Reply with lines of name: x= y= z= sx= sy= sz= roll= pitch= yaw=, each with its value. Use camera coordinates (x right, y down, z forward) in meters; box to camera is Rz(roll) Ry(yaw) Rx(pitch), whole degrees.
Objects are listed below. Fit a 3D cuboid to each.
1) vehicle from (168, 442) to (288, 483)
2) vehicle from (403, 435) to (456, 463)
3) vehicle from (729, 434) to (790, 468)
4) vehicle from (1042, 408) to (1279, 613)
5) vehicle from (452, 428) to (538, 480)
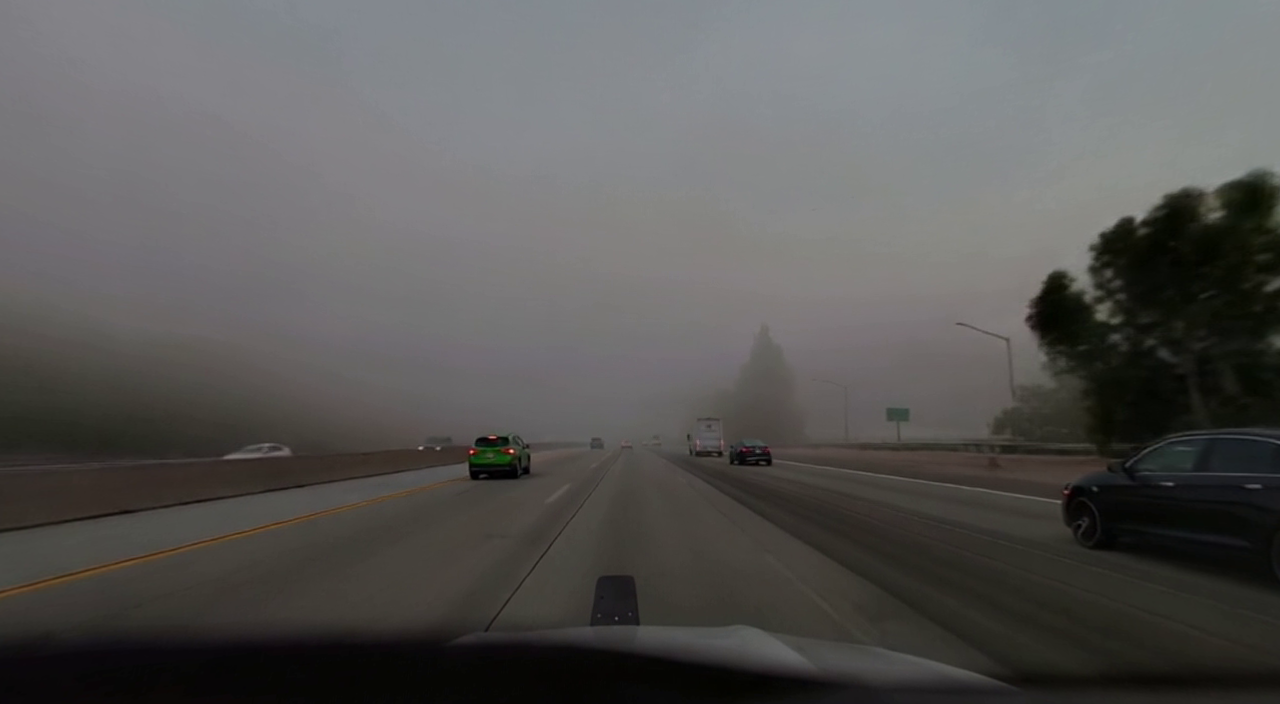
vehicle: x=-16.565 y=4.439 z=25.687 sx=1.864 sy=1.436 sz=4.572 roll=0 pitch=-8 yaw=-1
vehicle: x=-13.242 y=6.078 z=39.863 sx=1.902 sy=1.647 sz=4.241 roll=0 pitch=-8 yaw=-1
vehicle: x=5.411 y=4.508 z=29.012 sx=1.920 sy=1.436 sz=3.890 roll=0 pitch=-8 yaw=-2
vehicle: x=5.702 y=1.231 z=5.130 sx=2.028 sy=1.488 sz=4.236 roll=0 pitch=-8 yaw=0
vehicle: x=-4.708 y=3.347 z=21.070 sx=1.966 sy=1.570 sz=3.859 roll=0 pitch=-8 yaw=0
